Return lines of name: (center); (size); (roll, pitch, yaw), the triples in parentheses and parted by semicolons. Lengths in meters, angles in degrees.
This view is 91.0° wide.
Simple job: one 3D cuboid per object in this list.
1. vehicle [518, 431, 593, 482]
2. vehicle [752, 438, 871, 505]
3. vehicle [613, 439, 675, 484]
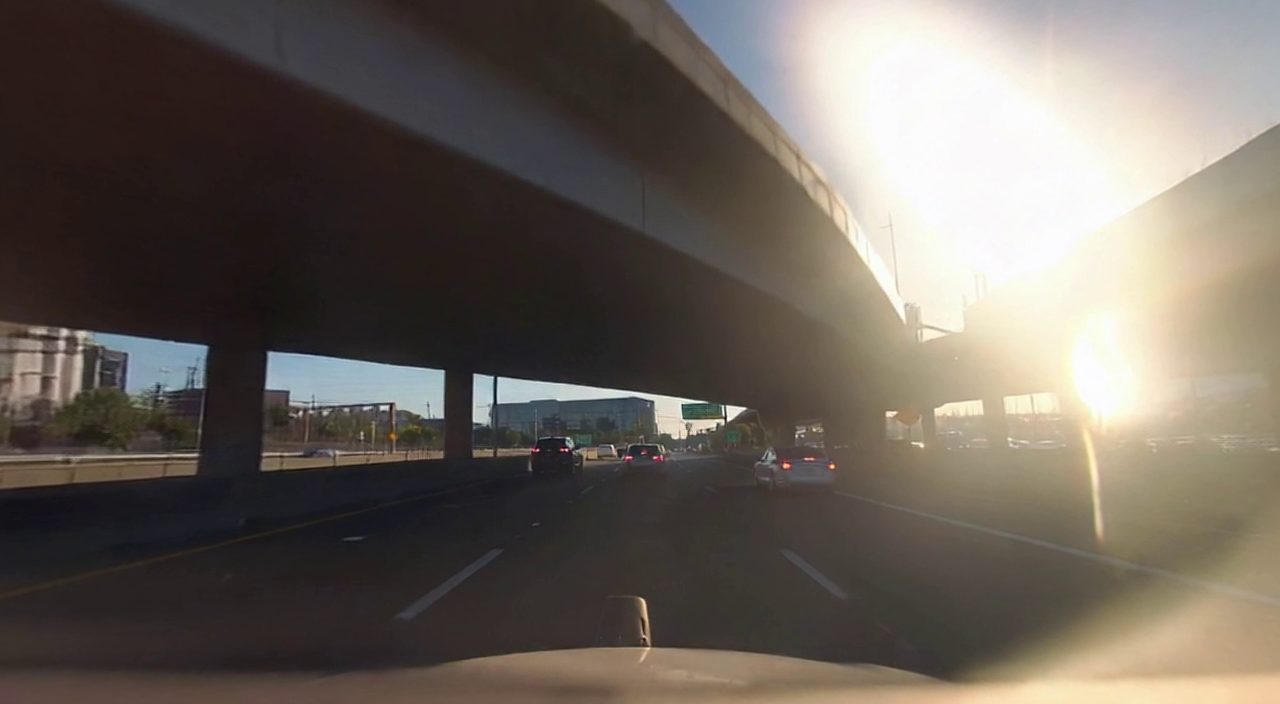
vehicle: (-3.274, 4.173, 25.460); (2.142, 1.819, 4.648); (0, -8, 3)
vehicle: (4.247, 3.009, 16.296); (1.974, 1.490, 3.994); (0, -8, 0)
vehicle: (0.199, 4.001, 23.269); (2.089, 1.493, 3.964); (0, -8, 2)
